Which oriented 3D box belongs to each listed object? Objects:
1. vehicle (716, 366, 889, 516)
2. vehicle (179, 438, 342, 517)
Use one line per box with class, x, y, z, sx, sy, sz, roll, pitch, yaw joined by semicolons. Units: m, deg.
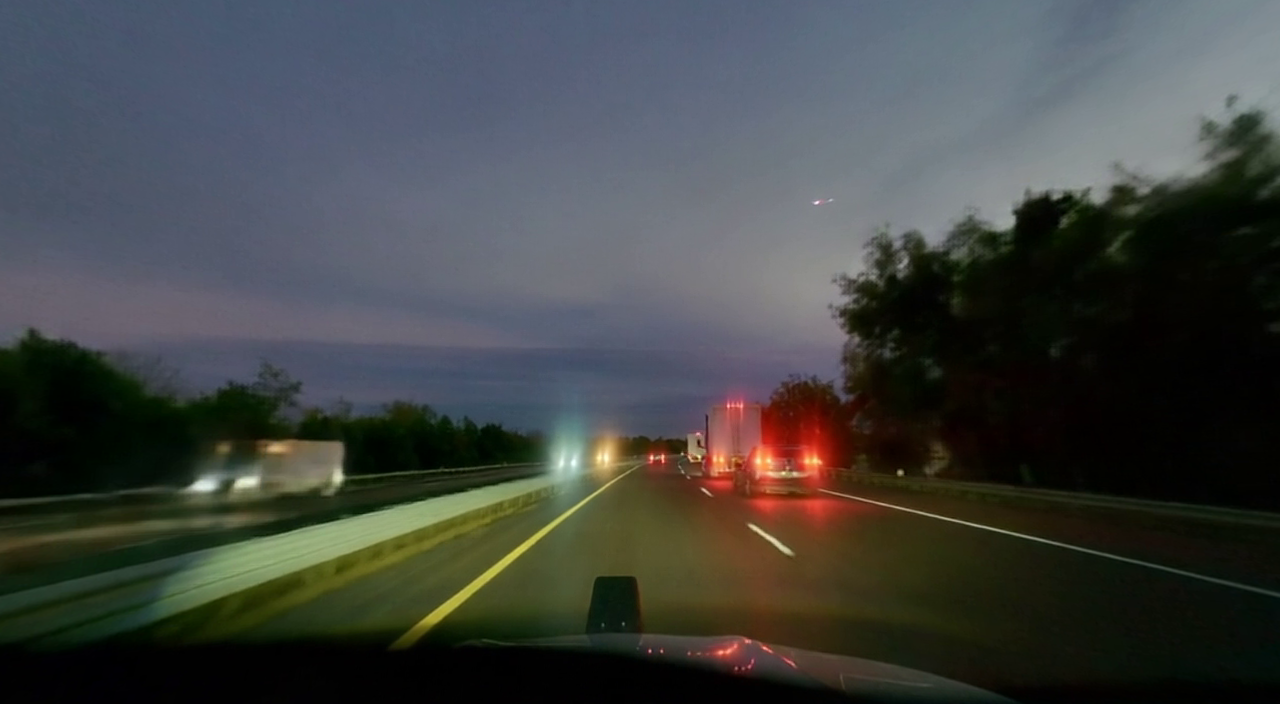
vehicle;4.552;3.009;20.907;2.866;3.558;11.674;0;-9;1
vehicle;-12.823;4.229;21.863;2.199;2.357;5.256;0;-9;2
